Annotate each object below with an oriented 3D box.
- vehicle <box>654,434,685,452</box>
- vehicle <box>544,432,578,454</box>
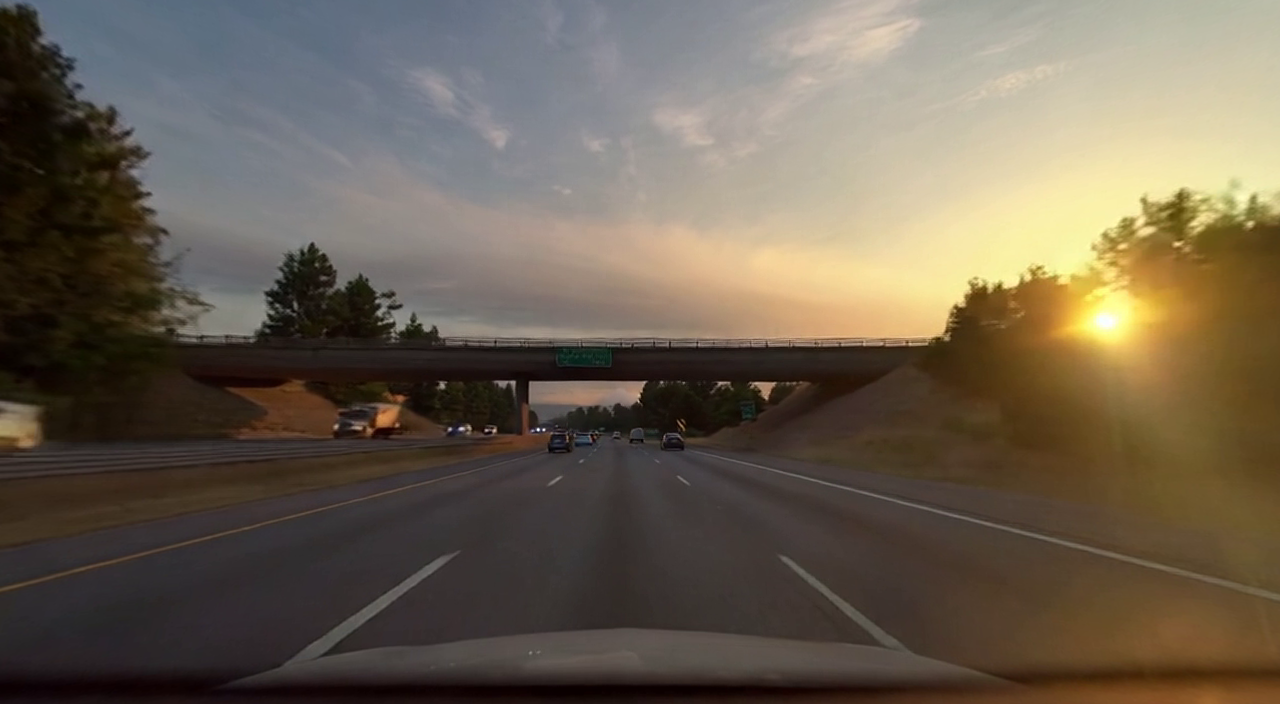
[{"bbox_3d":[2.274,7.070,49.192,1.999,1.329,3.913,1,-8,-3],"label":"vehicle"},{"bbox_3d":[-5.338,6.187,42.890,1.966,1.460,3.519,0,-8,-2],"label":"vehicle"}]
